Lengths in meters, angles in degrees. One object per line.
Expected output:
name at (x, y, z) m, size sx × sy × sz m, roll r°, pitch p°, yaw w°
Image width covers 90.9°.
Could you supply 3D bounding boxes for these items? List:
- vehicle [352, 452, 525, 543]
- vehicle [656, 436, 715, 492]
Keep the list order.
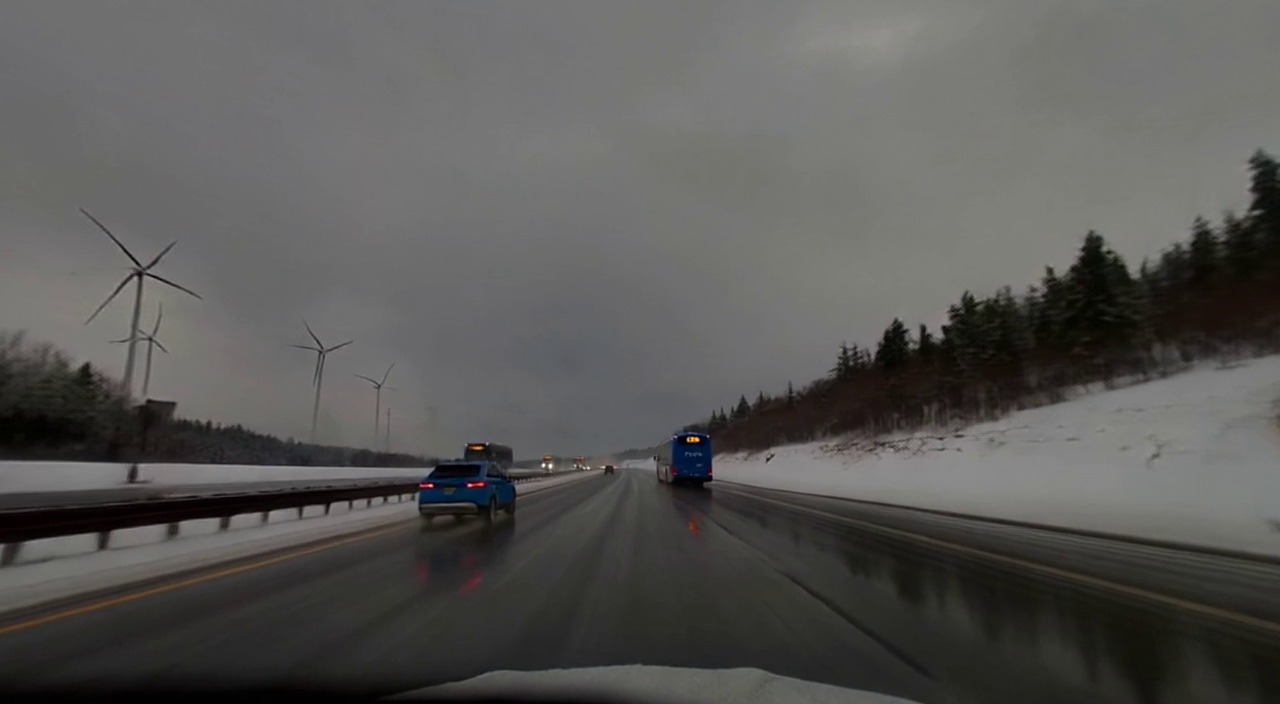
vehicle at (-3.975, 2.987, 13.375) m, size 2.213 × 1.568 × 4.274 m, roll 1°, pitch -11°, yaw 0°
vehicle at (3.210, 8.691, 48.604) m, size 2.941 × 3.574 × 14.463 m, roll 1°, pitch -11°, yaw -2°
